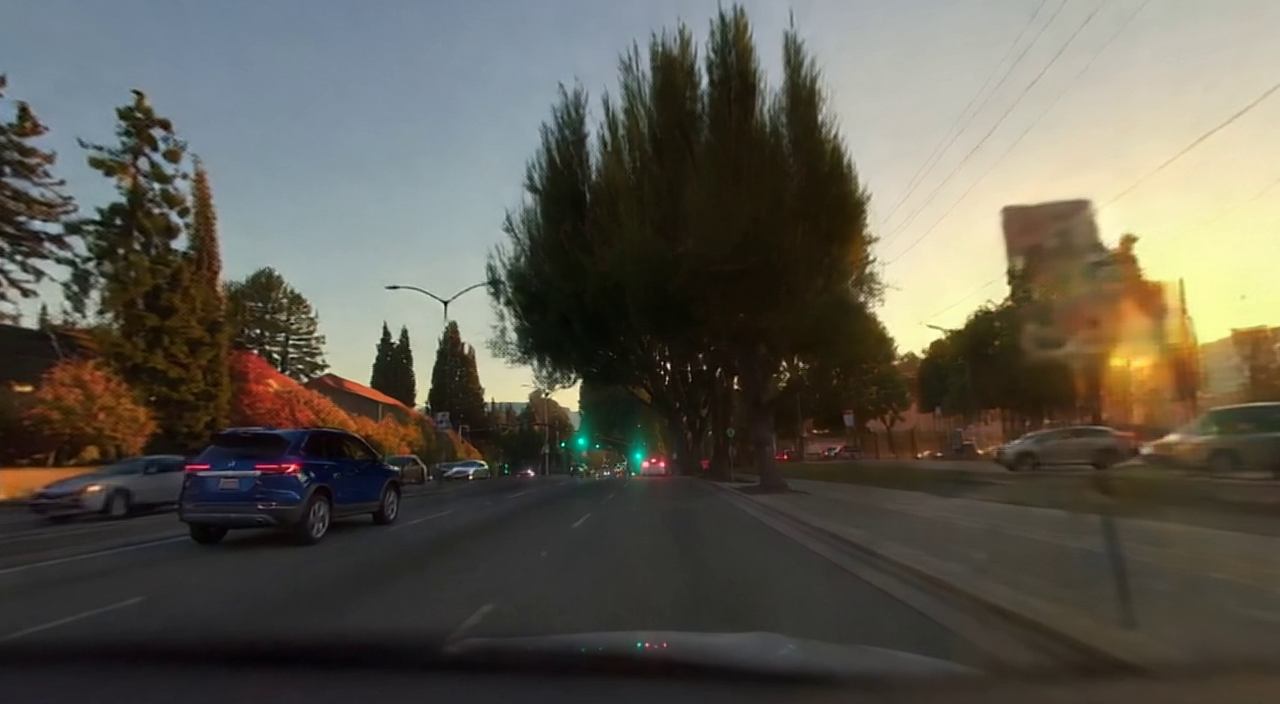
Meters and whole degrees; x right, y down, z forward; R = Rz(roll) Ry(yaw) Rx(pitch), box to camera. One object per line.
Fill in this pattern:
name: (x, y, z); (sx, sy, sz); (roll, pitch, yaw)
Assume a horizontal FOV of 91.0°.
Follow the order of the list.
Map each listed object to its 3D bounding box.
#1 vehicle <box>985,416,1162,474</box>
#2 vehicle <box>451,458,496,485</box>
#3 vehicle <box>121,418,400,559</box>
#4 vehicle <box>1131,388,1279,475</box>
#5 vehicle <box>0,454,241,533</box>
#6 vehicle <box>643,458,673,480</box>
vehicle: (12.839, 2.817, 19.114); (1.884, 1.522, 4.642); (0, -9, -3)
vehicle: (-11.595, 8.321, 44.195); (2.064, 1.515, 5.056); (1, -7, -4)
vehicle: (-6.047, 2.196, 10.841); (2.027, 1.908, 4.273); (0, -9, 1)
vehicle: (13.467, 1.656, 13.031); (1.950, 1.697, 4.906); (2, -9, -15)
vehicle: (-12.127, 3.224, 15.052); (2.077, 1.505, 4.714); (0, -9, 0)
vehicle: (1.278, 8.514, 45.997); (2.091, 1.494, 3.962); (0, -9, 1)
